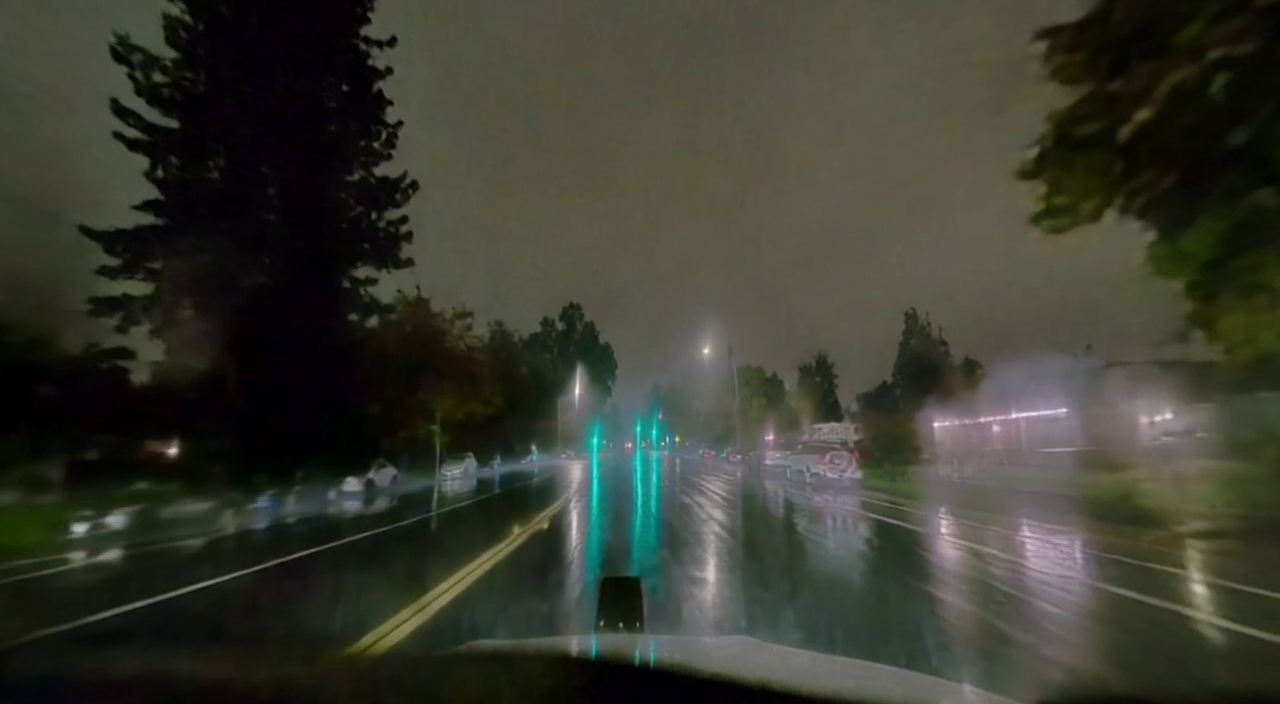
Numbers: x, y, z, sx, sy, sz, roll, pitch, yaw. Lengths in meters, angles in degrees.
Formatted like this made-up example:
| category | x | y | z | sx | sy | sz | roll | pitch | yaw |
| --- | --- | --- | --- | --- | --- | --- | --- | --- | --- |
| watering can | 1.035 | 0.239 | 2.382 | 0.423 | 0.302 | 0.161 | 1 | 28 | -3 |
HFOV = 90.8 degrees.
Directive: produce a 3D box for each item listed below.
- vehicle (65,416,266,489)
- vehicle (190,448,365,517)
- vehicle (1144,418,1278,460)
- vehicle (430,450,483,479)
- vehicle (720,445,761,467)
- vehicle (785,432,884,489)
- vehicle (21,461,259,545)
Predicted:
| category | x | y | z | sx | sy | sz | roll | pitch | yaw |
| --- | --- | --- | --- | --- | --- | --- | --- | --- | --- |
| vehicle | -20.793 | 4.420 | 28.006 | 6.604 | 3.012 | 2.656 | 0 | -9 | 0 |
| vehicle | -10.815 | 3.875 | 19.523 | 2.050 | 1.769 | 5.585 | 0 | -8 | 1 |
| vehicle | 22.186 | 3.449 | 24.845 | 1.859 | 1.480 | 4.723 | -3 | -9 | 15 |
| vehicle | -10.868 | 6.677 | 37.790 | 1.840 | 1.526 | 4.214 | 0 | -8 | 1 |
| vehicle | 7.095 | 7.419 | 45.156 | 1.982 | 1.479 | 4.687 | 0 | -8 | -2 |
| vehicle | 7.152 | 4.047 | 23.881 | 2.103 | 1.912 | 4.892 | 0 | -8 | -1 |
| vehicle | -10.829 | 3.249 | 14.201 | 1.838 | 1.450 | 4.317 | 0 | -8 | -1 |
